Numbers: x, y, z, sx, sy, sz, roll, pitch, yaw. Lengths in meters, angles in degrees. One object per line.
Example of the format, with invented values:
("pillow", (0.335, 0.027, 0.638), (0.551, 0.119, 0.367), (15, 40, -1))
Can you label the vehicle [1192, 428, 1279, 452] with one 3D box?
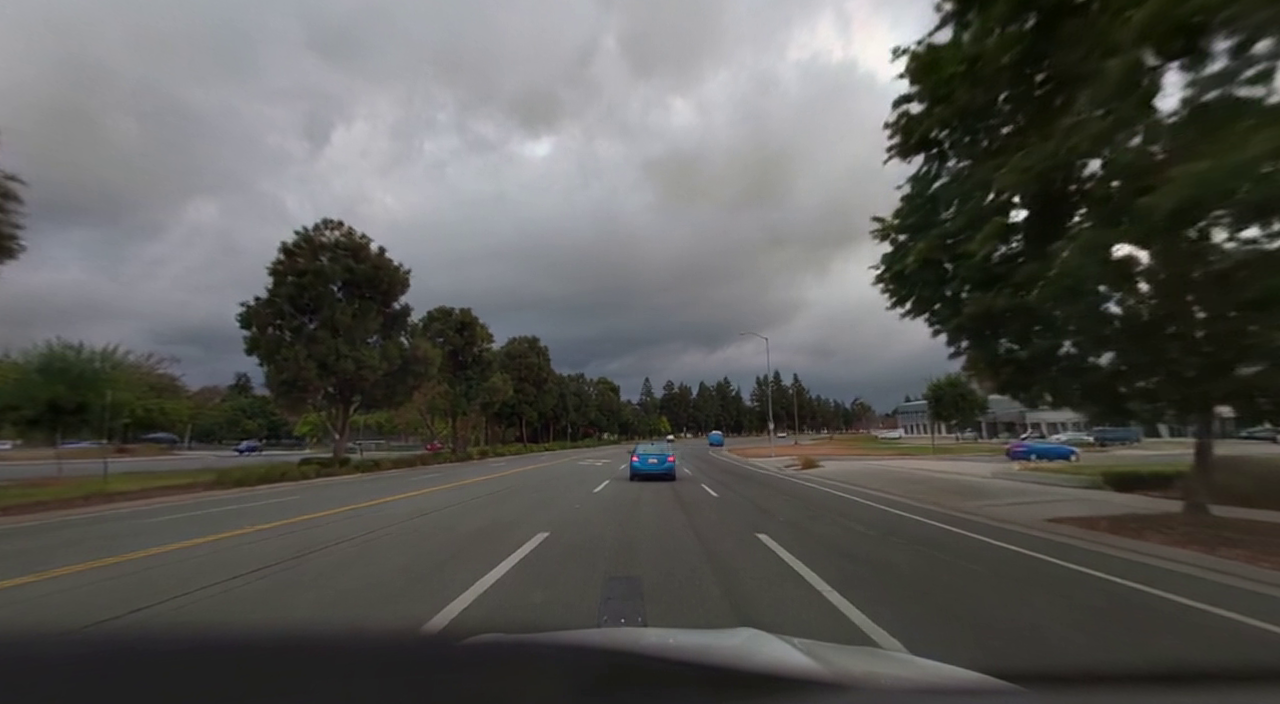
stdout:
("vehicle", (42.839, 6.335, 45.344), (4.324, 1.411, 1.882), (-4, -9, 1))

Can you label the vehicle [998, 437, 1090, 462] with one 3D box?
("vehicle", (25.162, 6.096, 39.410), (4.305, 1.457, 1.885), (-1, -8, 7))

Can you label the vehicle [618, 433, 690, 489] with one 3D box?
("vehicle", (0.404, 3.319, 19.497), (2.010, 1.535, 3.735), (0, -8, 0))
